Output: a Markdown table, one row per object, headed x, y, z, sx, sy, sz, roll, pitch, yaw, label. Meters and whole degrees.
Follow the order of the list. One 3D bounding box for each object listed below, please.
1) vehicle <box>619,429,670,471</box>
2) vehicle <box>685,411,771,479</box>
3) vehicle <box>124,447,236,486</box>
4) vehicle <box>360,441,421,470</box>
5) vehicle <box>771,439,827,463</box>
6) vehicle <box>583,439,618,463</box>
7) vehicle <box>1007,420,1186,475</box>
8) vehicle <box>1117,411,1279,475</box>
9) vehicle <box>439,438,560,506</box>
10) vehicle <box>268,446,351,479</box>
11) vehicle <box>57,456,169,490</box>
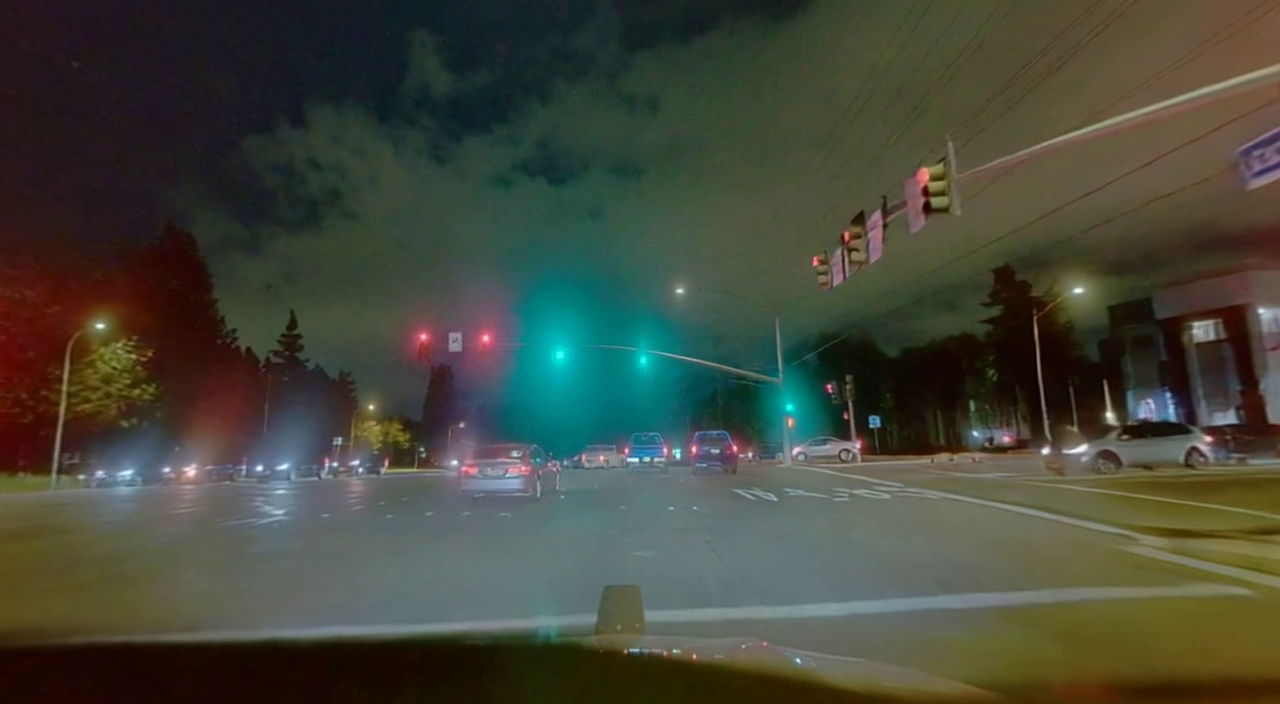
| x | y | z | sx | sy | sz | roll | pitch | yaw | label |
| --- | --- | --- | --- | --- | --- | --- | --- | --- | --- |
| 0.342 | 5.493 | 35.488 | 2.643 | 2.145 | 5.585 | -1 | -9 | 3 | vehicle |
| 3.728 | 4.184 | 28.463 | 2.905 | 2.636 | 6.895 | 0 | -8 | 1 | vehicle |
| -24.421 | 6.068 | 33.815 | 2.224 | 1.759 | 4.994 | -4 | -9 | 0 | vehicle |
| -17.353 | 7.236 | 44.292 | 2.000 | 1.894 | 5.301 | 0 | -9 | 1 | vehicle |
| 11.644 | 7.283 | 46.499 | 2.010 | 1.633 | 4.246 | 2 | -9 | -17 | vehicle |
| -3.013 | 7.620 | 48.634 | 2.273 | 1.749 | 4.385 | 0 | -9 | 2 | vehicle |
| 15.467 | 3.273 | 21.533 | 4.681 | 1.756 | 2.109 | 2 | -9 | -9 | vehicle |
| 17.411 | 2.757 | 18.949 | 4.782 | 1.768 | 2.152 | 2 | -9 | -11 | vehicle |
| -3.403 | 3.002 | 16.289 | 1.939 | 1.494 | 4.499 | 0 | -9 | 2 | vehicle |
| -17.946 | 5.988 | 34.599 | 1.958 | 1.683 | 4.559 | 0 | -9 | 2 | vehicle |
| -28.014 | 6.414 | 33.815 | 1.985 | 1.609 | 4.536 | -1 | -9 | 1 | vehicle |
